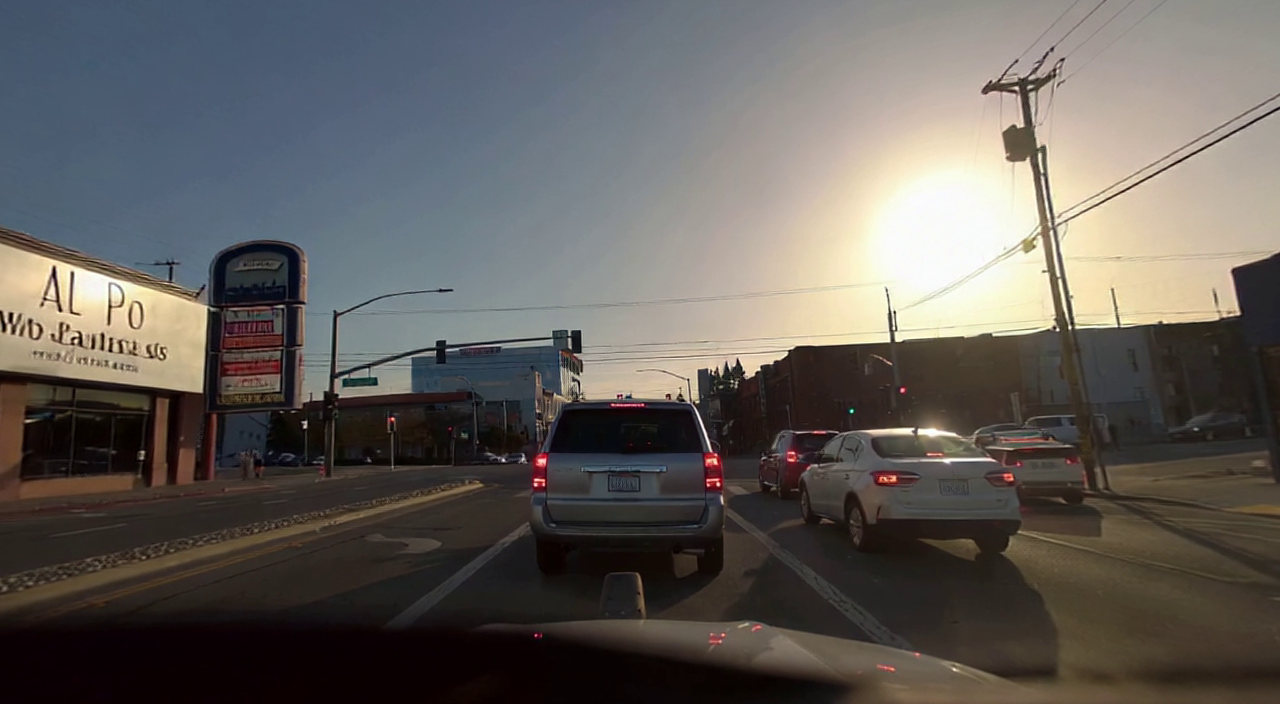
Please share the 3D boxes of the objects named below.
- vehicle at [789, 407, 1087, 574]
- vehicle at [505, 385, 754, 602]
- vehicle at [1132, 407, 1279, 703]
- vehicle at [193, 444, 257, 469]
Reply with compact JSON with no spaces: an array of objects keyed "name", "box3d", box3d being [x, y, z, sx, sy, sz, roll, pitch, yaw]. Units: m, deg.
[{"name":"vehicle","box3d":[3.619,1.761,8.796,2.036,1.719,4.318,0,-8,0]},{"name":"vehicle","box3d":[-0.003,1.535,7.684,2.154,1.861,4.280,0,-8,3]},{"name":"vehicle","box3d":[3.368,0.720,0.785,1.884,1.484,4.609,0,-8,2]},{"name":"vehicle","box3d":[-27.439,6.873,41.858,1.693,1.563,3.716,0,-8,0]}]
